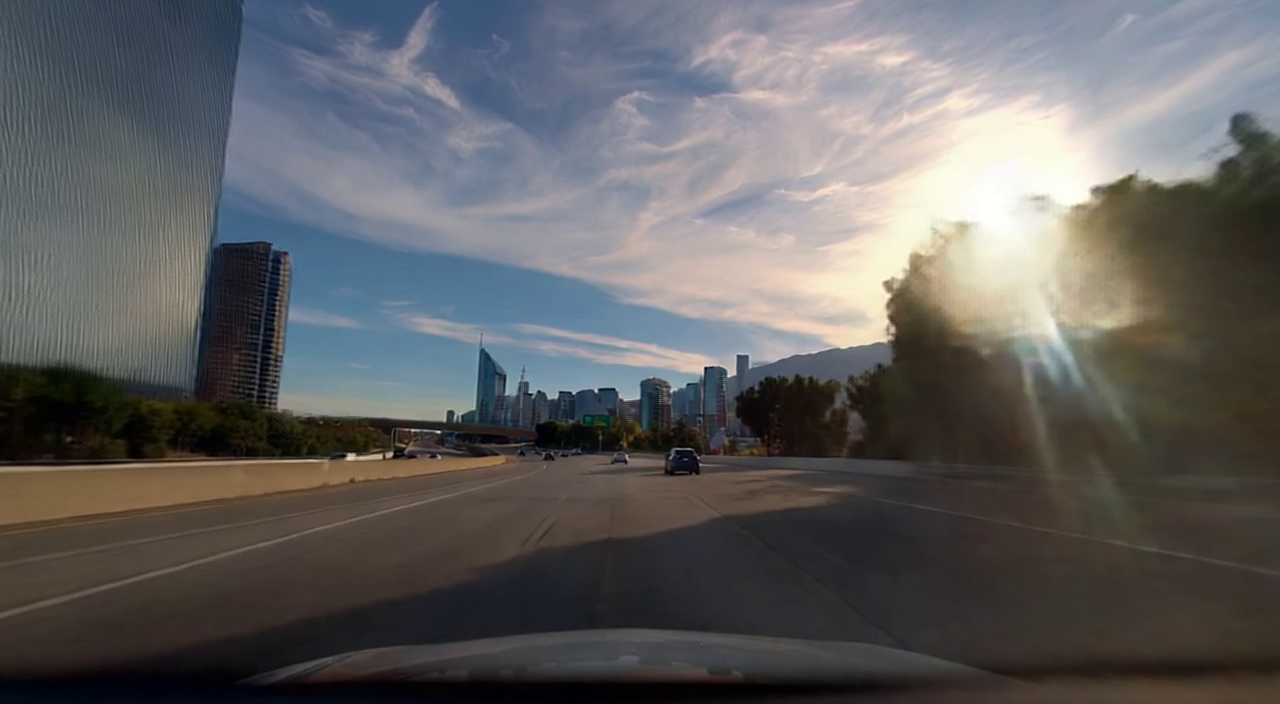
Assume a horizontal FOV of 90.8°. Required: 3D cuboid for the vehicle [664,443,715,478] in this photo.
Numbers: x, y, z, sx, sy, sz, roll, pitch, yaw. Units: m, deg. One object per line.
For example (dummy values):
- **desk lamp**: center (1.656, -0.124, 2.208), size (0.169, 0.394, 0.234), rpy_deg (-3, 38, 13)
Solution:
- **vehicle**: center (2.653, 5.966, 35.156), size (2.110, 1.780, 4.682), rpy_deg (0, -8, -5)
